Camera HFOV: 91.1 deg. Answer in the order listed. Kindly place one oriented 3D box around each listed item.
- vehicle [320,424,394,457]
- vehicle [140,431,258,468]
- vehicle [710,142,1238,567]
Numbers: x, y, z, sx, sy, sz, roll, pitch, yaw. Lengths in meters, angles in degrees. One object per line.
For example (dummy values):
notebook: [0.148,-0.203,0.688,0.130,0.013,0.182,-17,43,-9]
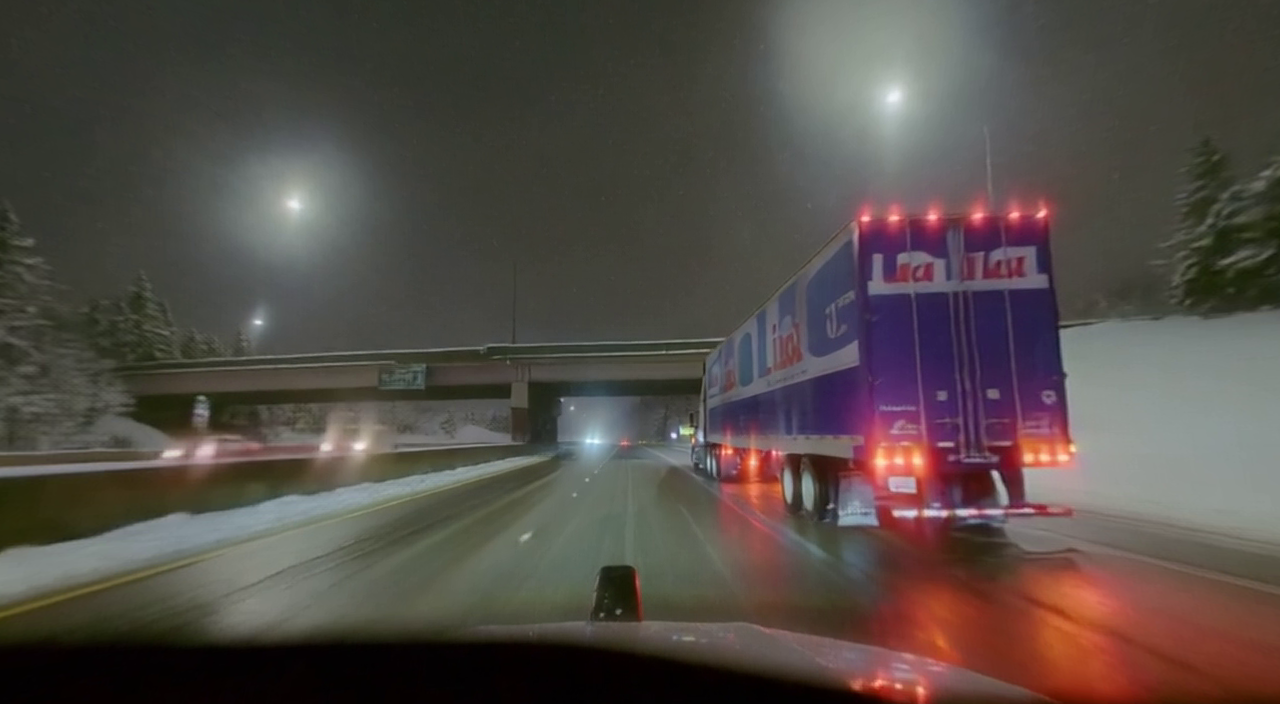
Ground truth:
vehicle: [-15.457,4.863,34.597,1.915,1.657,4.532,0,-8,1]
vehicle: [-19.254,4.259,27.746,1.891,1.495,4.650,0,-8,-1]
vehicle: [3.987,0.912,13.457,3.034,4.194,14.704,0,-8,-1]
